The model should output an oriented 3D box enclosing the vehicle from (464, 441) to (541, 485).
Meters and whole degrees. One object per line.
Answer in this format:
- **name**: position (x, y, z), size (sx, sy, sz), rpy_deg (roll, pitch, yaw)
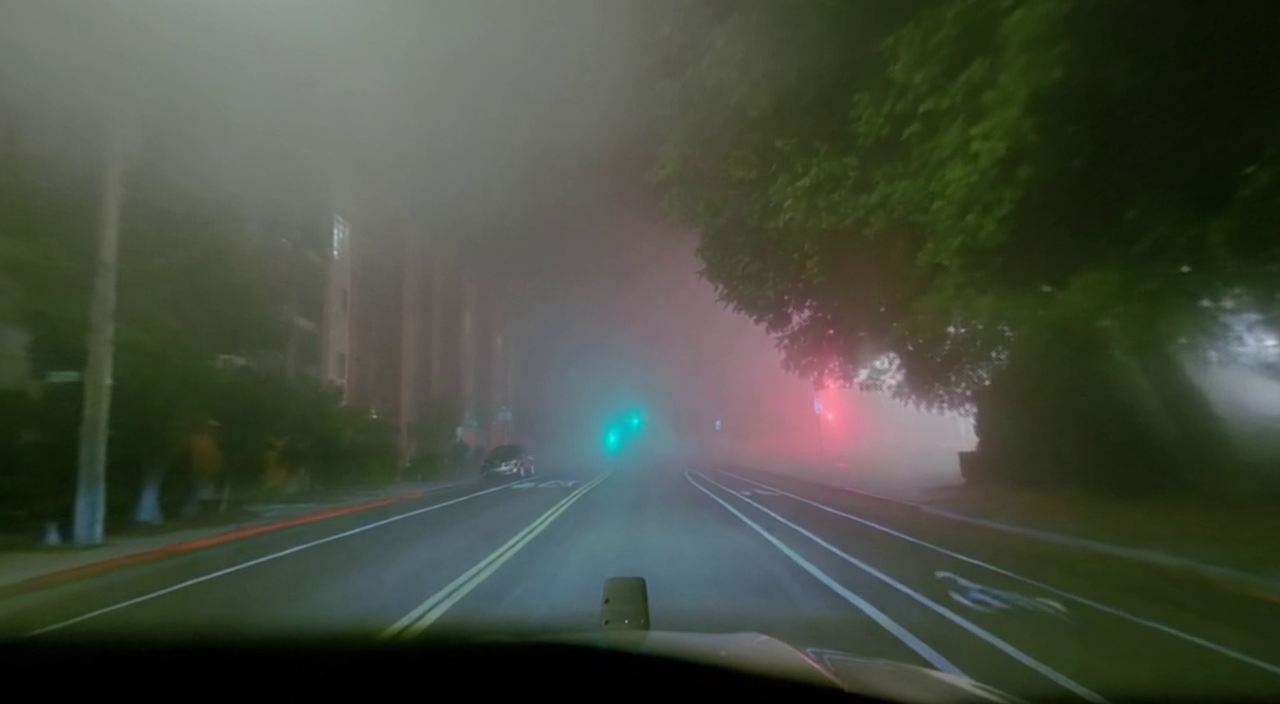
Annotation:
- **vehicle**: position (-5.858, 4.779, 27.556), size (2.147, 1.701, 4.879), rpy_deg (0, -8, 1)
